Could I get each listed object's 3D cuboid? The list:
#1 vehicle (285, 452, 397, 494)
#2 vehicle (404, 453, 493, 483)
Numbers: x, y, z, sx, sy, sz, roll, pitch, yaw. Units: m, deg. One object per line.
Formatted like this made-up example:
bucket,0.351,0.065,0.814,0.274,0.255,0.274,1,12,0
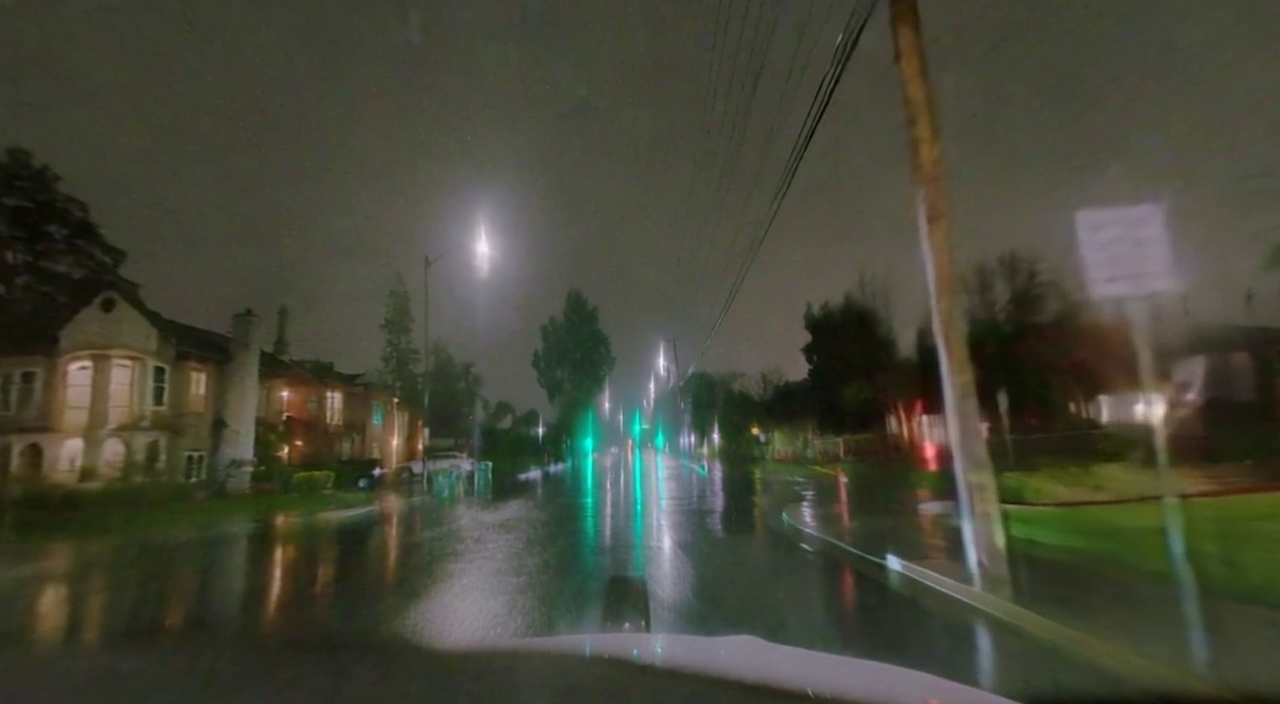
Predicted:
vehicle,-15.593,6.321,32.955,4.903,1.566,2.215,-7,-8,9
vehicle,-10.194,6.141,33.579,4.293,1.484,1.981,3,-10,-23
